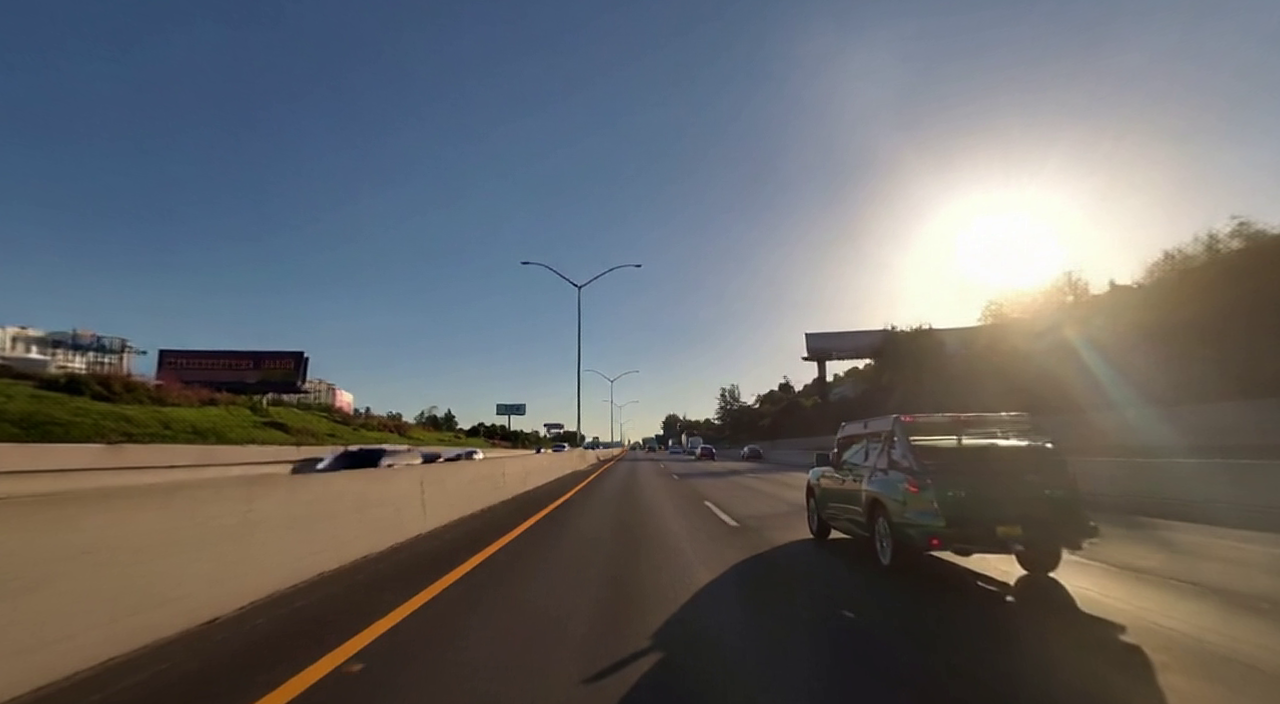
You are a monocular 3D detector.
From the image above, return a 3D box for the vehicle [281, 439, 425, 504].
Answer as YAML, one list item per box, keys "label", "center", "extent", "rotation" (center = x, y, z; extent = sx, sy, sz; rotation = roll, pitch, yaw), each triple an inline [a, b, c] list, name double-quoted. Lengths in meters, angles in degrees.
- label: "vehicle"
  center: [-7.500, 3.139, 17.027]
  extent: [2.035, 1.508, 3.950]
  rotation: [0, -9, 0]

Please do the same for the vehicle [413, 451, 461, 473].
- label: "vehicle"
  center: [-14.690, 7.991, 45.971]
  extent: [1.877, 1.481, 4.684]
  rotation: [0, -9, 0]

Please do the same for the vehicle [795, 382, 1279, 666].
- label: "vehicle"
  center: [3.080, 1.375, 6.146]
  extent: [1.973, 1.710, 4.476]
  rotation: [0, -9, 0]
